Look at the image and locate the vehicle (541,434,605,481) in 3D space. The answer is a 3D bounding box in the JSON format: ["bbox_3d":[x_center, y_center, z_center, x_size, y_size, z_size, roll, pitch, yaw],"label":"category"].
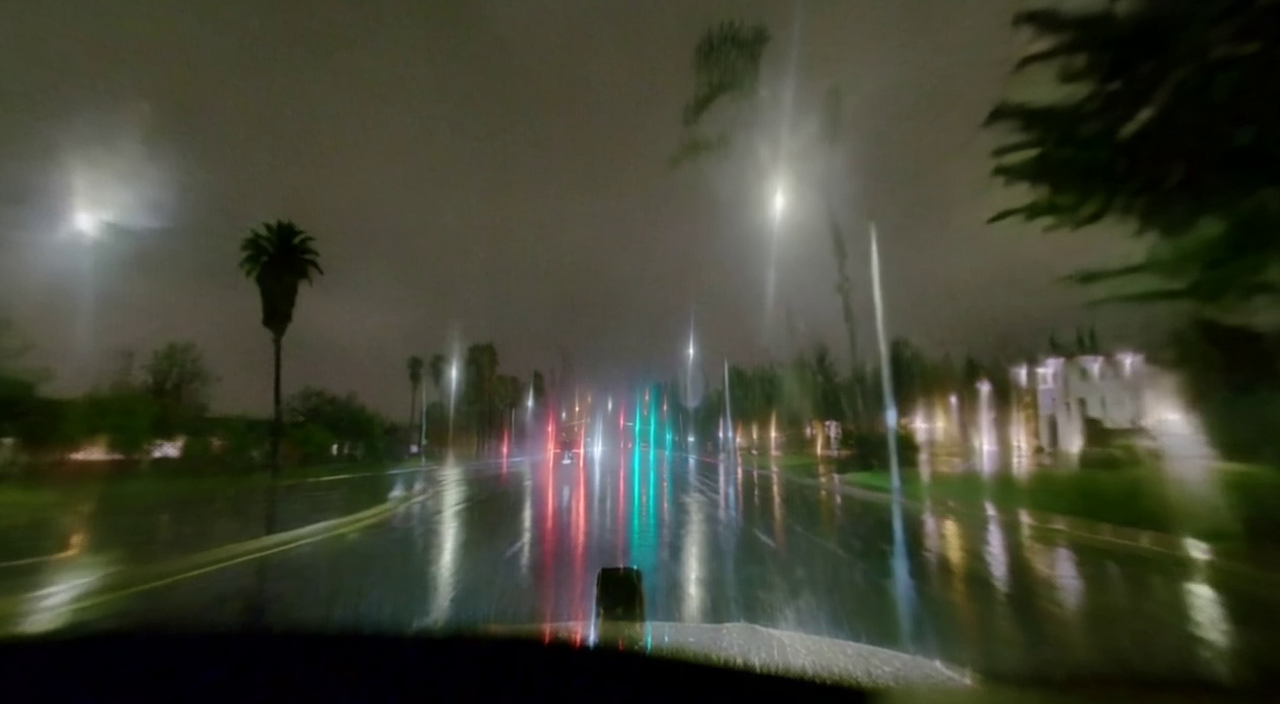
[{"bbox_3d":[-3.006,4.952,29.700,2.370,1.968,5.698,0,-9,1],"label":"vehicle"}]
